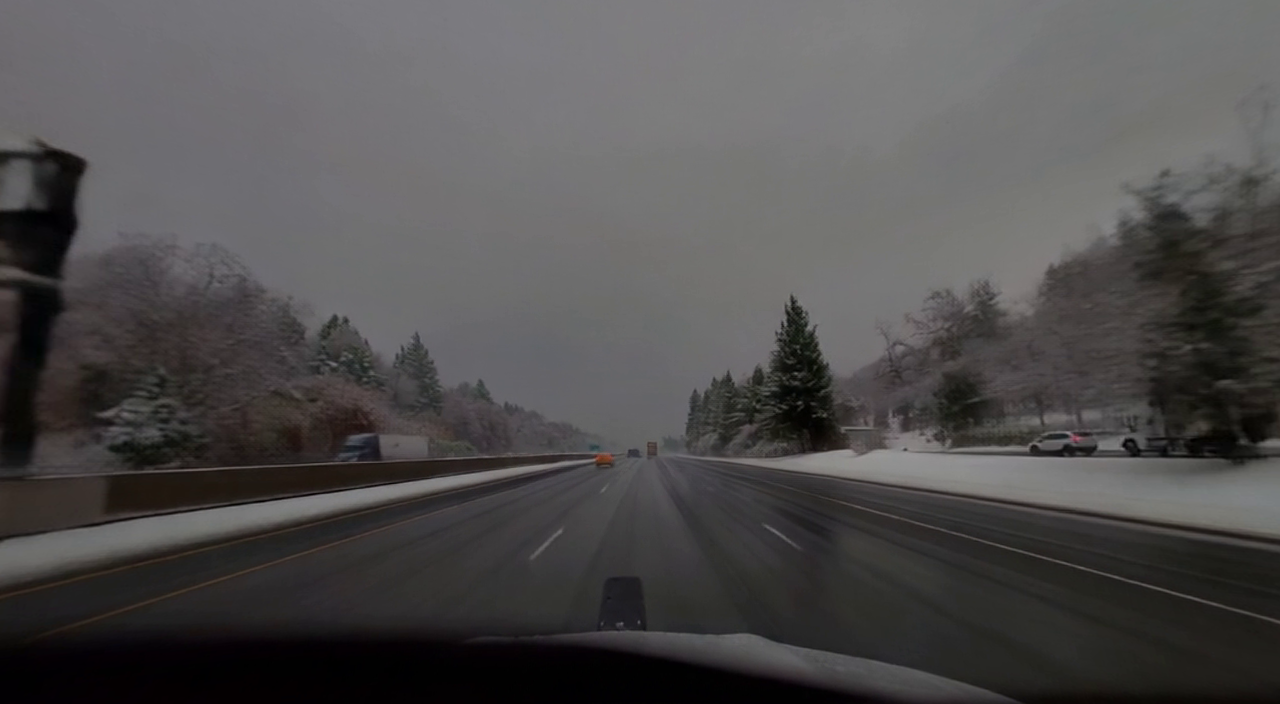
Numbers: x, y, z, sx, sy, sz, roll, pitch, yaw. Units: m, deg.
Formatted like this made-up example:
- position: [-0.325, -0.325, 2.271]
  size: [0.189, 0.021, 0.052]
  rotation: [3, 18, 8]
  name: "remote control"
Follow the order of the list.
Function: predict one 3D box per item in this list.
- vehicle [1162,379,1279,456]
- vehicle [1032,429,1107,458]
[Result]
- position: [35.368, 3.368, 32.771]
  size: [2.876, 4.046, 13.881]
  rotation: [1, -9, -9]
  name: "vehicle"
- position: [29.046, 6.243, 42.750]
  size: [2.038, 1.823, 3.744]
  rotation: [1, -9, -9]
  name: "vehicle"
